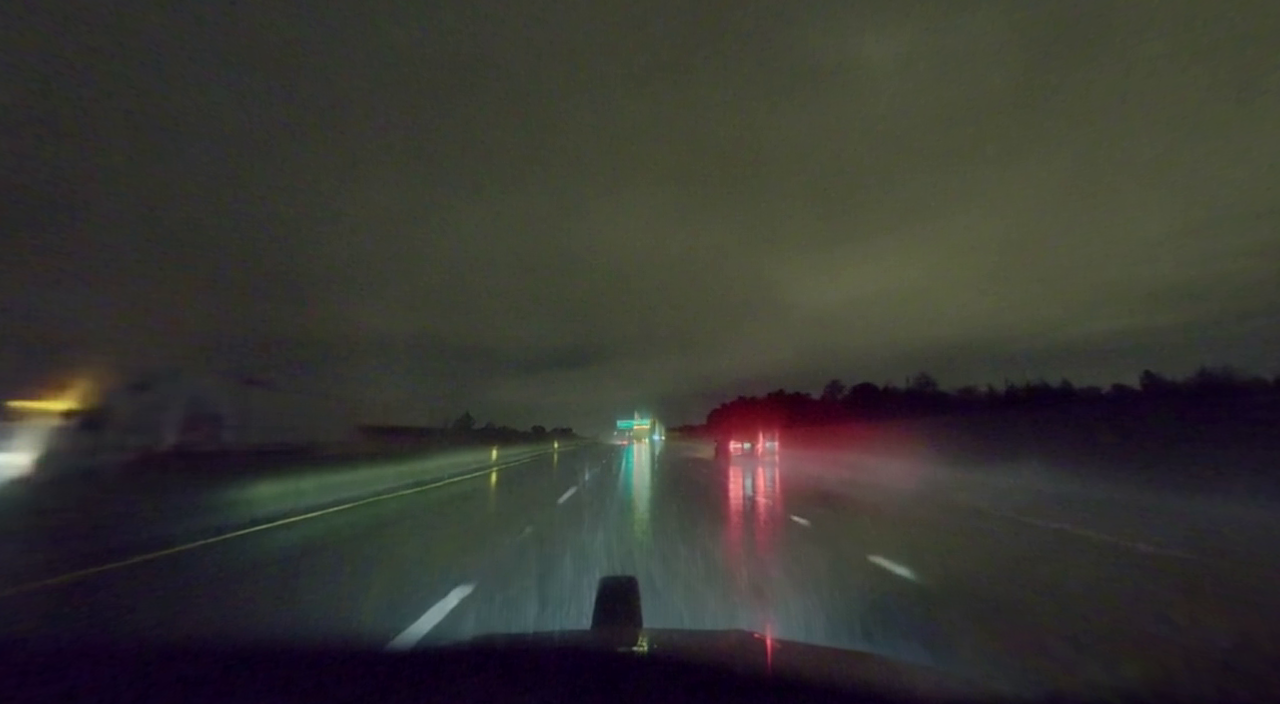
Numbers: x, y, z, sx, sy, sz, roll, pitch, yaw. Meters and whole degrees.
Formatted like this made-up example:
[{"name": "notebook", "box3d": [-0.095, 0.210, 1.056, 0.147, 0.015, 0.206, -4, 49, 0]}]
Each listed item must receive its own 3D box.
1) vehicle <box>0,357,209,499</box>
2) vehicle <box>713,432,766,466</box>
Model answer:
[{"name": "vehicle", "box3d": [-18.122, 2.446, 20.354, 3.380, 3.797, 6.784, 1, -7, -1]}, {"name": "vehicle", "box3d": [4.586, 4.526, 29.584, 1.802, 1.492, 3.804, 0, -8, -1]}]
